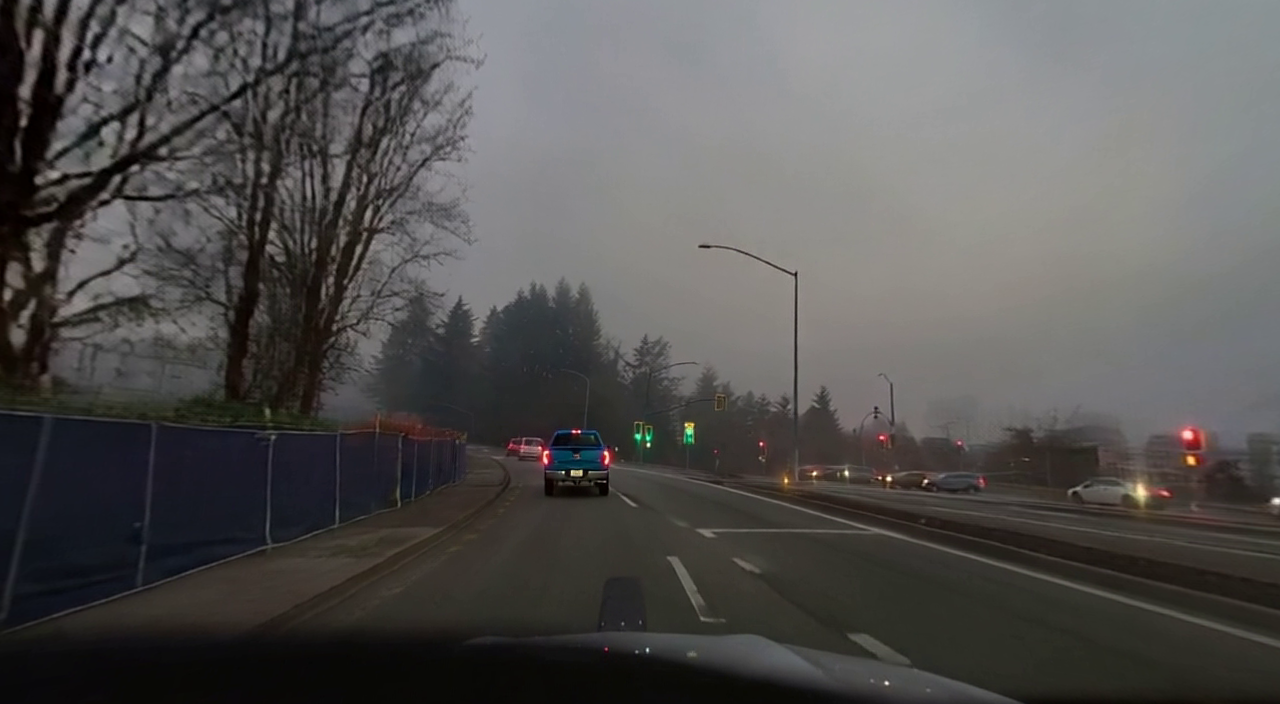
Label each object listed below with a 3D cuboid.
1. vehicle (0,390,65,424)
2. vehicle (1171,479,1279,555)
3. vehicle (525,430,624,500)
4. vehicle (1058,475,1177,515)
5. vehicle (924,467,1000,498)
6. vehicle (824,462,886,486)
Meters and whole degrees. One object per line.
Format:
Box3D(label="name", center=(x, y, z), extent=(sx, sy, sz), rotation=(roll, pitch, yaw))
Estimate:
Box3D(label="vehicle", center=(-35.482, 3.296, 36.882), extent=(1.907, 1.637, 5.187), rotation=(8, -12, -34))
Box3D(label="vehicle", center=(14.910, 3.711, 14.033), extent=(1.838, 1.494, 4.553), rotation=(1, -9, -8))
Box3D(label="vehicle", center=(-1.885, 3.202, 18.308), extent=(2.436, 1.698, 5.322), rotation=(1, -9, -6))
Box3D(label="vehicle", center=(22.510, 6.727, 29.967), extent=(1.805, 1.494, 4.362), rotation=(1, -9, -10))
Box3D(label="vehicle", center=(20.484, 8.283, 40.356), extent=(1.841, 1.673, 4.470), rotation=(1, -9, -11))
Box3D(label="vehicle", center=(15.255, 8.675, 45.012), extent=(1.884, 1.622, 4.485), rotation=(3, -10, -16))
